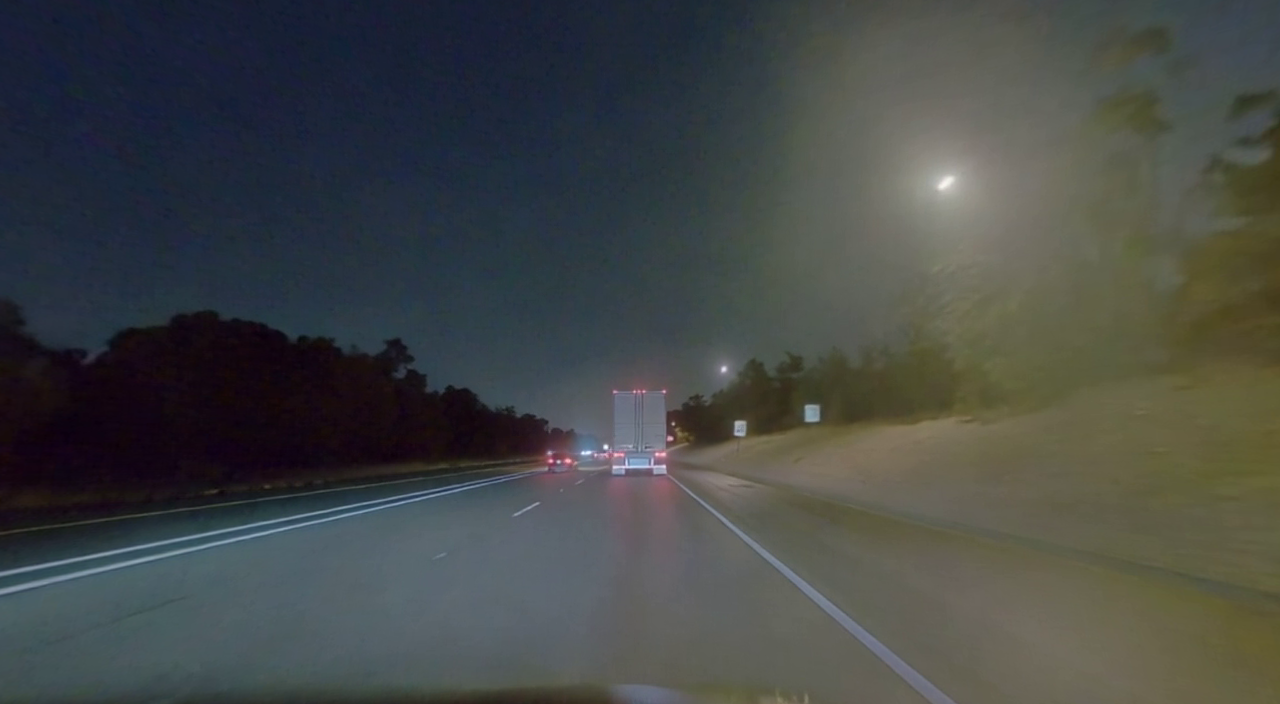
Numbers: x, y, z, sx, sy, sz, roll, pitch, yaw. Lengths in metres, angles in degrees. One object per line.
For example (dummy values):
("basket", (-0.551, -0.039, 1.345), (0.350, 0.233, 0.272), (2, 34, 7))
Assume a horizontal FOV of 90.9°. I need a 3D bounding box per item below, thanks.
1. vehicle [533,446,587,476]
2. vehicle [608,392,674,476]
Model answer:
("vehicle", (-4.160, 5.777, 33.597), (2.206, 1.478, 4.824), (0, -9, 0))
("vehicle", (-0.004, 4.506, 33.663), (2.959, 3.828, 9.617), (0, -9, -1))
